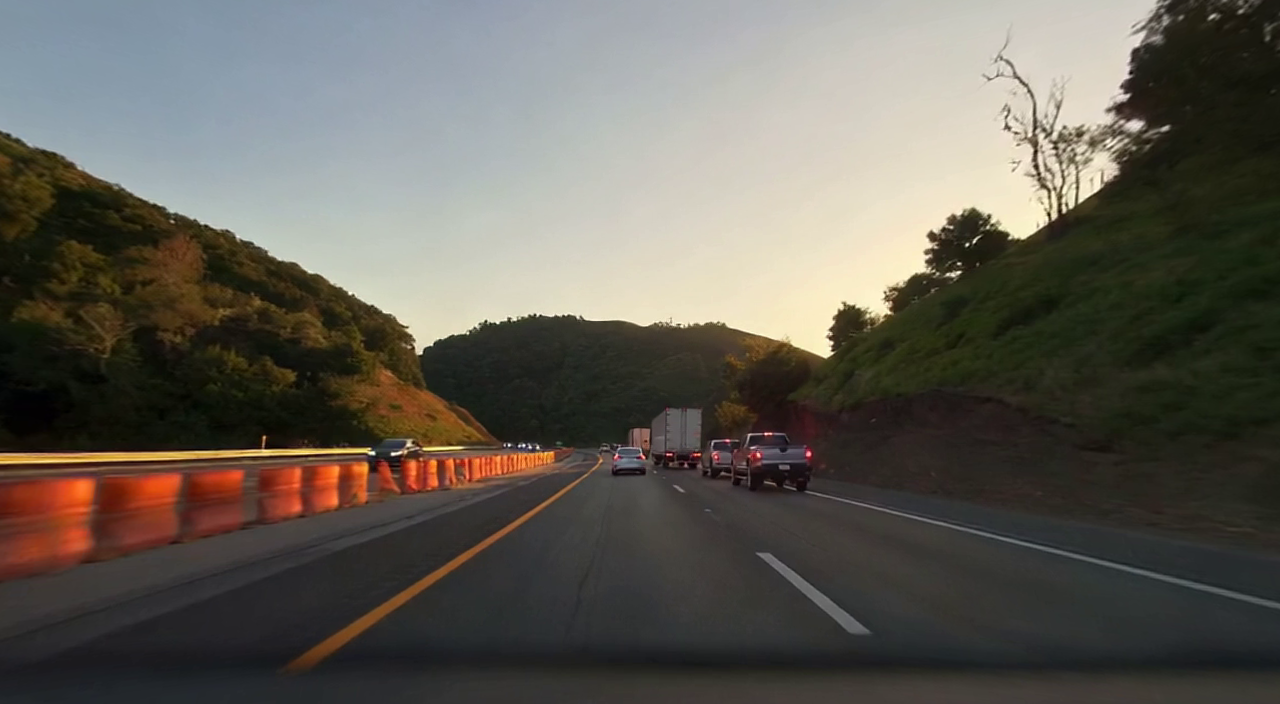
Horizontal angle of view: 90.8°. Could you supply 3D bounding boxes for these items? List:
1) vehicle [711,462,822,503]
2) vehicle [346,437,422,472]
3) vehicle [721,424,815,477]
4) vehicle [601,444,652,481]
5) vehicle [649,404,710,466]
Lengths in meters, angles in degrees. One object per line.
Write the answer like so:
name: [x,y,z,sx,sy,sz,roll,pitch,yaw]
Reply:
vehicle: [3.728,3.989,19.713,2.129,0.956,5.390,0,-9,-3]
vehicle: [-11.393,4.578,28.322,1.828,1.468,3.802,0,-9,-1]
vehicle: [3.800,3.051,19.552,1.873,1.465,4.264,0,-9,-2]
vehicle: [-0.590,4.649,26.798,2.029,1.437,3.794,0,-9,-2]
vehicle: [2.679,6.616,48.914,2.911,4.099,14.578,1,-9,-4]
